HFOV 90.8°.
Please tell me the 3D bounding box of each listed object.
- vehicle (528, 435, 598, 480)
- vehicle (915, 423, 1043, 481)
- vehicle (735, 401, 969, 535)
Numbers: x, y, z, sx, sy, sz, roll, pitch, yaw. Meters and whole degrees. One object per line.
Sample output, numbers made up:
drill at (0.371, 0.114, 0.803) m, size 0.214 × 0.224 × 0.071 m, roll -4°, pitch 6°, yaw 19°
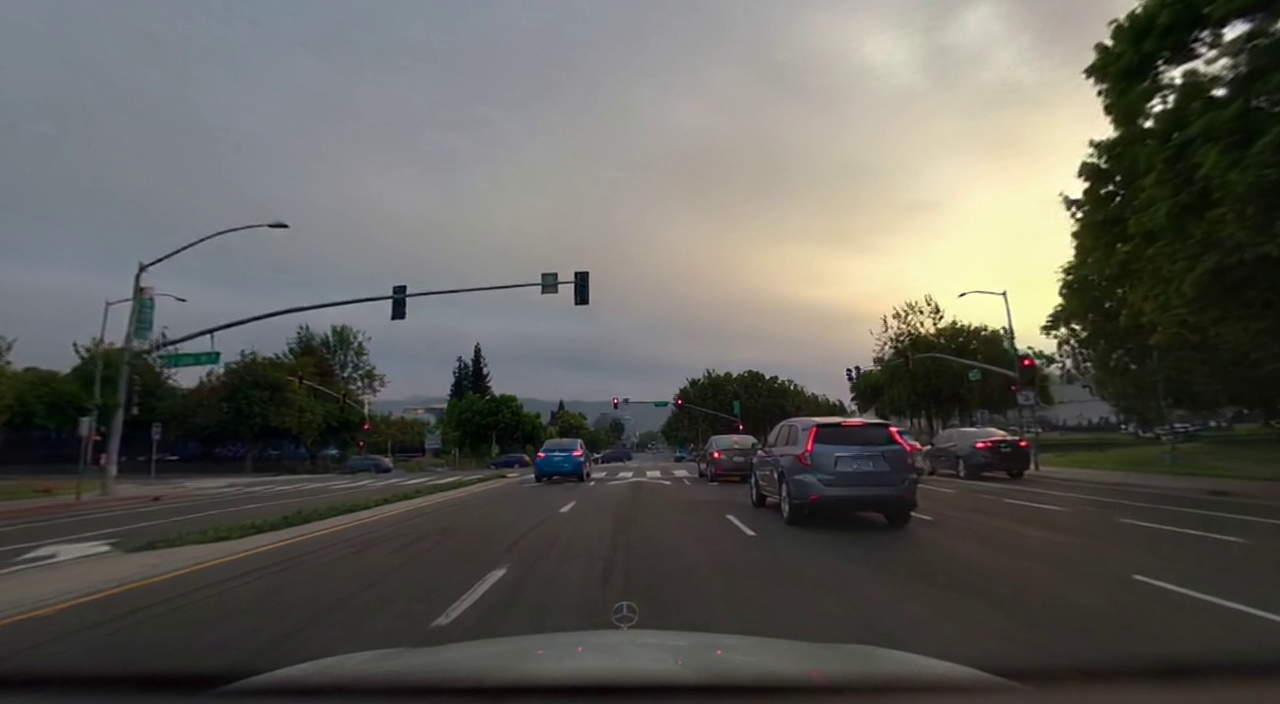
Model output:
vehicle at (-2.747, 3.864, 23.379) m, size 1.969 × 1.513 × 3.773 m, roll 0°, pitch -8°, yaw 2°
vehicle at (11.350, 3.384, 21.540) m, size 1.971 × 1.746 × 4.271 m, roll 0°, pitch -8°, yaw 0°
vehicle at (3.134, 1.871, 10.711) m, size 2.247 × 1.738 × 4.818 m, roll 0°, pitch -8°, yaw -1°
